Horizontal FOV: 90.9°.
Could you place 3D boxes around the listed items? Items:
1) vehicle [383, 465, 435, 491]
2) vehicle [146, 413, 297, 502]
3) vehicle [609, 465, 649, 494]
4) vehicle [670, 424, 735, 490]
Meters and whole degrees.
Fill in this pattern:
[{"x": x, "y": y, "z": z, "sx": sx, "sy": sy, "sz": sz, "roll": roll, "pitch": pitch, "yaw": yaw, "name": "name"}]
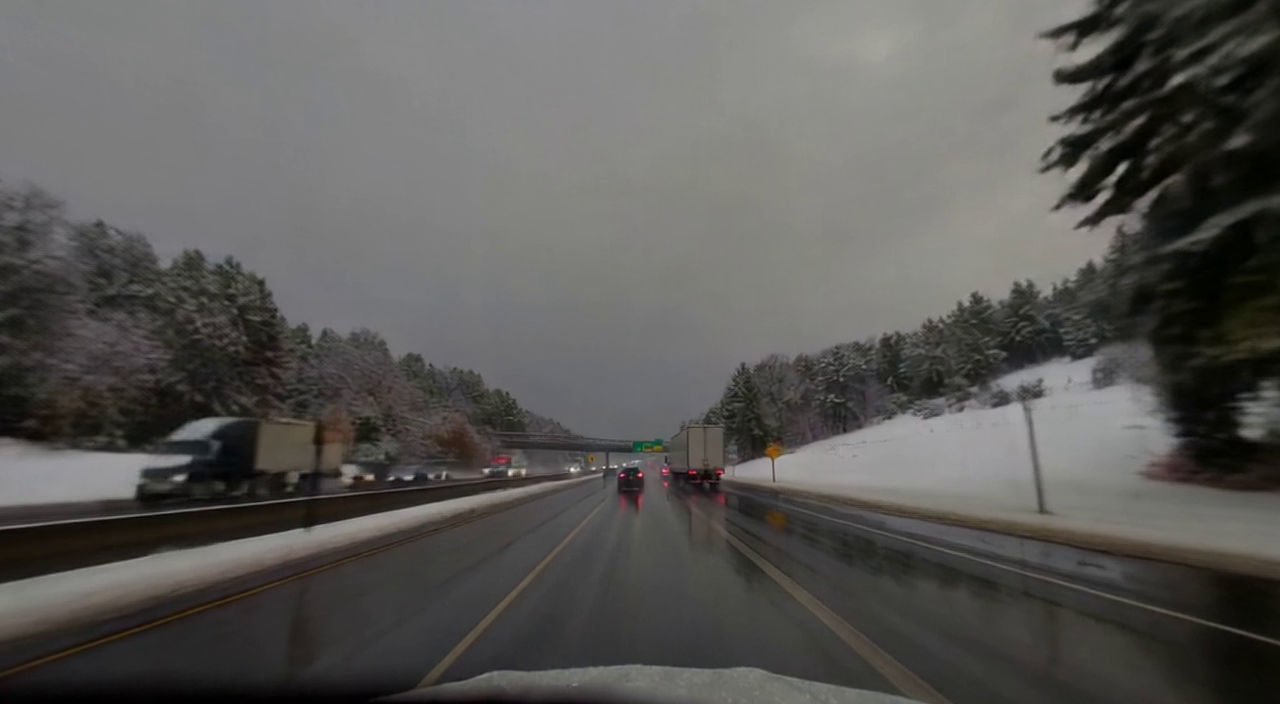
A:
[{"x": -15.845, "y": 8.697, "z": 43.512, "sx": 1.954, "sy": 1.660, "sz": 4.158, "roll": 1, "pitch": -10, "yaw": 0, "name": "vehicle"}, {"x": -20.129, "y": 5.197, "z": 30.877, "sx": 2.995, "sy": 3.894, "sz": 5.957, "roll": 1, "pitch": -10, "yaw": 0, "name": "vehicle"}, {"x": -0.605, "y": 6.902, "z": 34.314, "sx": 2.010, "sy": 1.436, "sz": 3.973, "roll": 1, "pitch": -10, "yaw": -1, "name": "vehicle"}, {"x": 4.239, "y": 7.870, "z": 46.651, "sx": 3.218, "sy": 4.001, "sz": 14.492, "roll": 1, "pitch": -10, "yaw": 0, "name": "vehicle"}]
